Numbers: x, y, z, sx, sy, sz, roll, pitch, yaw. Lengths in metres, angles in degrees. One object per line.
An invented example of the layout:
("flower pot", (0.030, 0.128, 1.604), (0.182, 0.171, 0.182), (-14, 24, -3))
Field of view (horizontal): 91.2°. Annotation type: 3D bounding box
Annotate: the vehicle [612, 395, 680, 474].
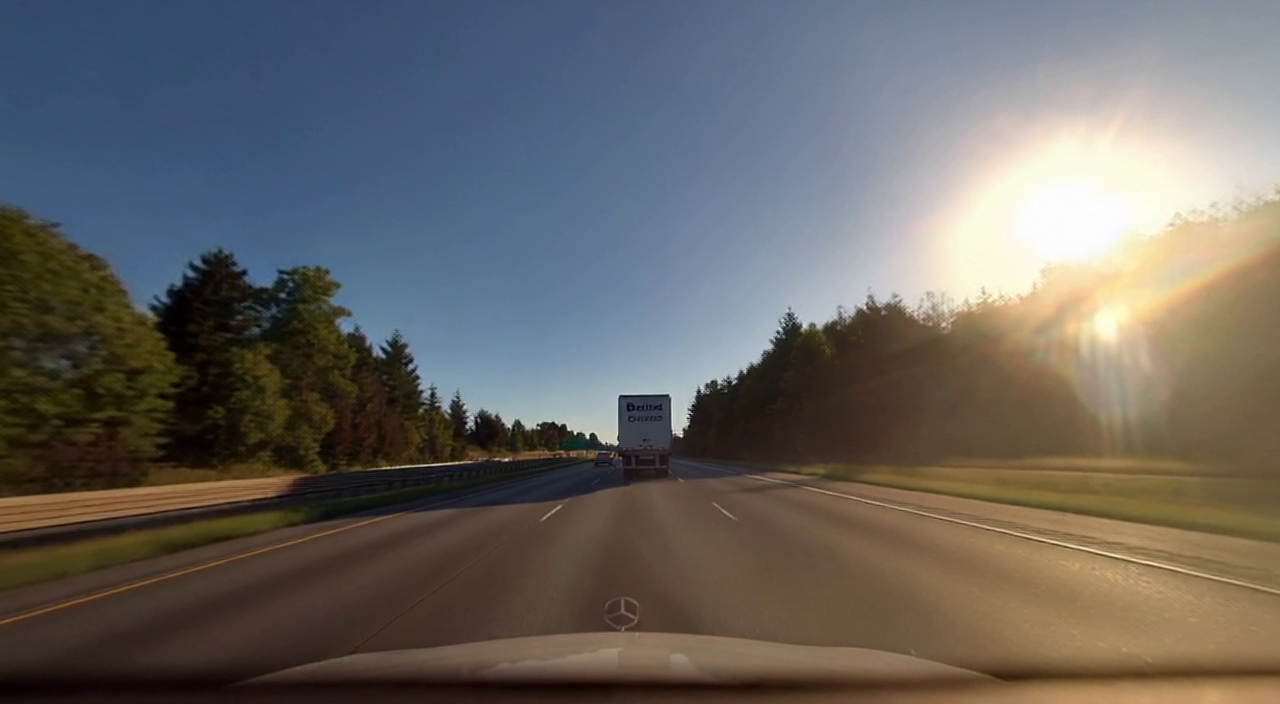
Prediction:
("vehicle", (0.313, 5.665, 41.631), (3.537, 4.071, 17.399), (0, -9, 0))
